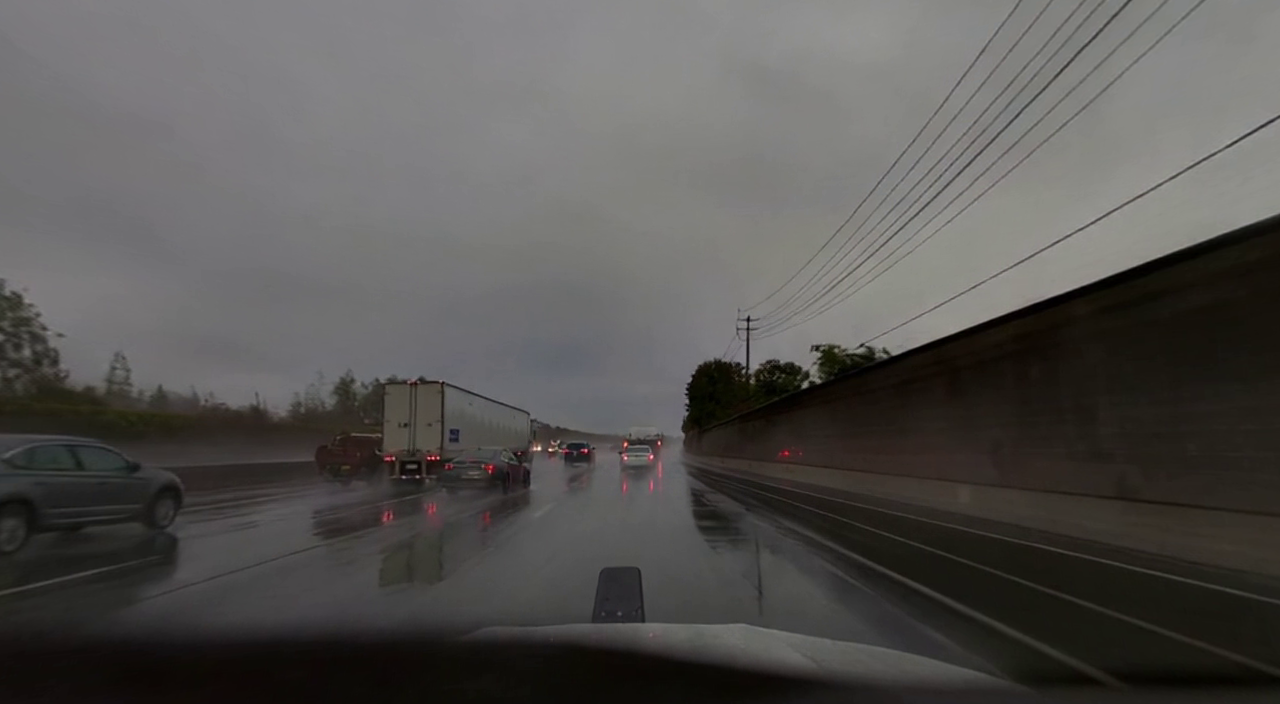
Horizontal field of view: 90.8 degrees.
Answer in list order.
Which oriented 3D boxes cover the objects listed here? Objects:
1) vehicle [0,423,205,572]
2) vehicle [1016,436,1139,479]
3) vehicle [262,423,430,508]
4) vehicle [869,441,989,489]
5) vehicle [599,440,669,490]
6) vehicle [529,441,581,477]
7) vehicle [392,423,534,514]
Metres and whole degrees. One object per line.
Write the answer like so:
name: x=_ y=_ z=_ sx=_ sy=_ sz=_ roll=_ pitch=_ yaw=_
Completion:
vehicle: x=-7.647 y=1.578 z=7.053 sx=2.165 sy=1.511 sz=4.810 roll=0 pitch=-8 yaw=0
vehicle: x=17.766 y=4.297 z=25.982 sx=1.936 sy=1.591 sz=4.362 roll=0 pitch=-9 yaw=0
vehicle: x=-6.926 y=2.721 z=15.527 sx=2.027 sy=1.762 sz=4.386 roll=0 pitch=-9 yaw=0
vehicle: x=10.077 y=3.953 z=22.525 sx=1.974 sy=1.495 sz=4.734 roll=0 pitch=-9 yaw=-1
vehicle: x=-0.196 y=3.677 z=20.929 sx=2.089 sy=1.477 sz=3.818 roll=0 pitch=-8 yaw=0
vehicle: x=-3.848 y=4.890 z=29.125 sx=1.870 sy=1.485 sz=4.304 roll=0 pitch=-8 yaw=-1
vehicle: x=-3.742 y=2.554 z=14.275 sx=1.923 sy=1.716 sz=4.289 roll=0 pitch=-8 yaw=1
